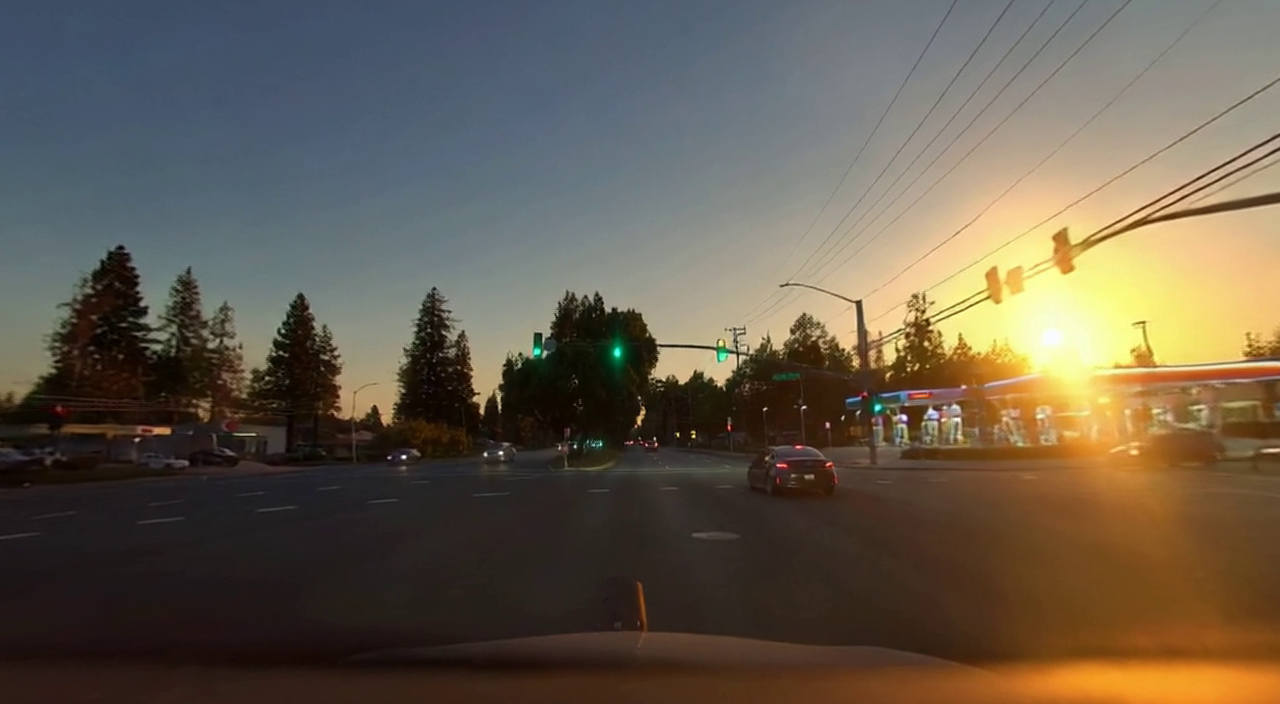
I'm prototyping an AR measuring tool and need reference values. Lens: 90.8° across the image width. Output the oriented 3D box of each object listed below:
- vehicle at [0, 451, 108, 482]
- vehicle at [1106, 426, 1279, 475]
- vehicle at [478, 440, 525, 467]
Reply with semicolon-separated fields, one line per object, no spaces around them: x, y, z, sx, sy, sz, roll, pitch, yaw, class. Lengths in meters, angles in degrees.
-38.898;7.475;41.496;5.871;1.874;2.157;7;-11;-39;vehicle
18.329;3.203;20.619;4.533;1.485;1.916;-3;-9;19;vehicle
-8.572;6.318;39.323;1.913;1.478;4.312;-4;-9;0;vehicle
